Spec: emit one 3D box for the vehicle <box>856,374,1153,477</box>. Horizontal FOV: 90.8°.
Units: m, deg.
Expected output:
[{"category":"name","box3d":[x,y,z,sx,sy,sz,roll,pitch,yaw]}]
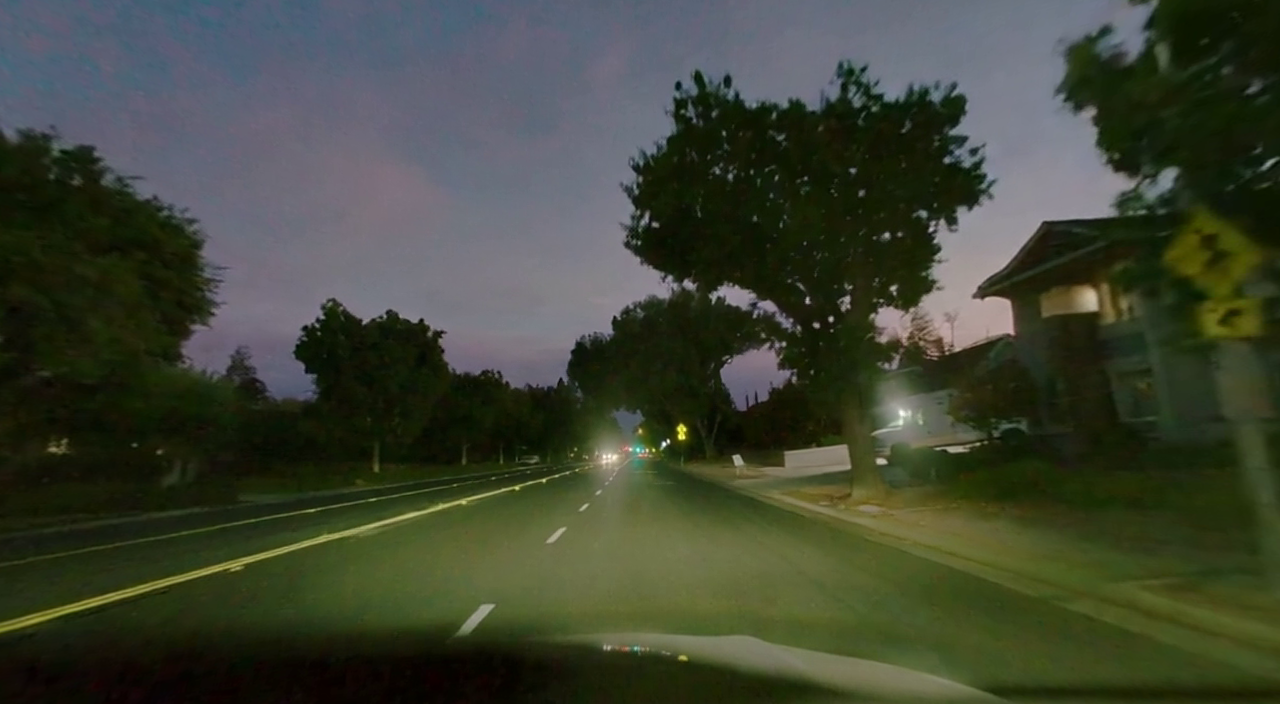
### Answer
[{"category":"vehicle","box3d":[17.486,3.634,30.951,12.151,4.157,3.709,-1,-15,-6]}]
